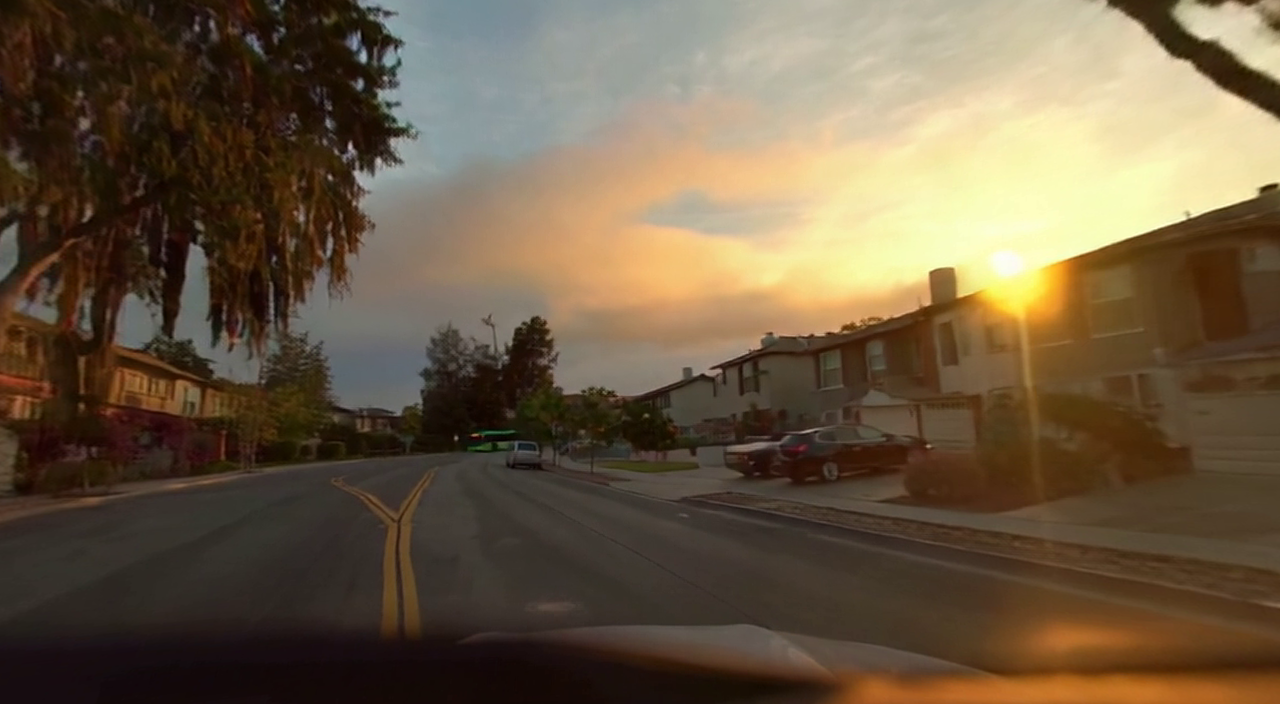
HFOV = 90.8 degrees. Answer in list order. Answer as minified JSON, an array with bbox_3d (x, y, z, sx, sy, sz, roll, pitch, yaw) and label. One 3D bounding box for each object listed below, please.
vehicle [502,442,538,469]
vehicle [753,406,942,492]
[{"bbox_3d":[-7.591,6.467,39.632,1.984,1.601,3.994,2,-9,-14],"label":"vehicle"},{"bbox_3d":[5.566,2.570,17.079,4.431,1.873,1.920,-1,-8,-20],"label":"vehicle"}]
